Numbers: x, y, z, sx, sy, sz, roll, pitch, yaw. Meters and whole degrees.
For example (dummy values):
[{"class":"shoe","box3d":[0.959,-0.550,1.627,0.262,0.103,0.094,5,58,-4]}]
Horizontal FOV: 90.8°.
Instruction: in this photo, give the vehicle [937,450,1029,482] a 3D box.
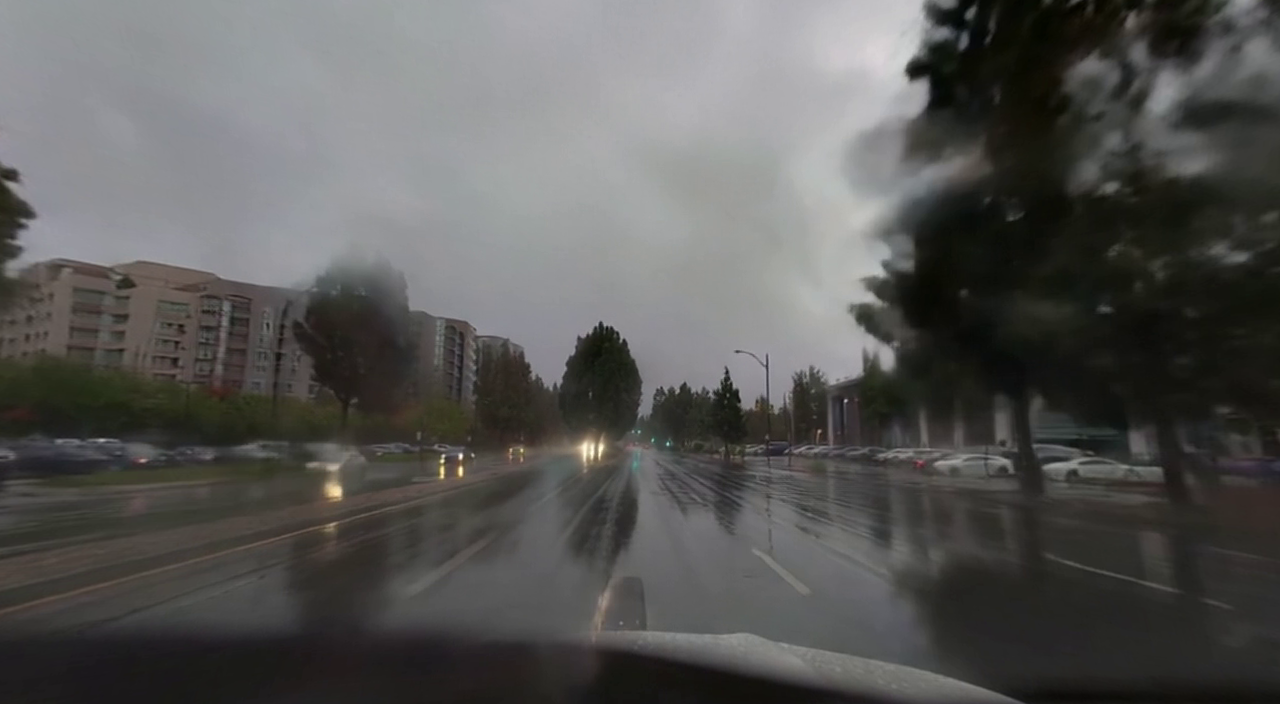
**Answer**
[{"class":"vehicle","box3d":[20.602,6.788,37.978,4.573,1.747,2.191,-6,-10,34]}]

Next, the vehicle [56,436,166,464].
[{"class":"vehicle","box3d":[-32.283,6.046,38.686,1.883,1.596,4.676,-7,-12,34]}]

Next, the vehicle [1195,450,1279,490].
[{"class":"vehicle","box3d":[32.525,6.106,32.908,4.886,1.888,2.122,-3,-11,2]}]

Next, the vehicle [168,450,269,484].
[{"class":"vehicle","box3d":[-19.846,5.415,30.018,1.787,1.437,4.414,0,-8,-1]}]
